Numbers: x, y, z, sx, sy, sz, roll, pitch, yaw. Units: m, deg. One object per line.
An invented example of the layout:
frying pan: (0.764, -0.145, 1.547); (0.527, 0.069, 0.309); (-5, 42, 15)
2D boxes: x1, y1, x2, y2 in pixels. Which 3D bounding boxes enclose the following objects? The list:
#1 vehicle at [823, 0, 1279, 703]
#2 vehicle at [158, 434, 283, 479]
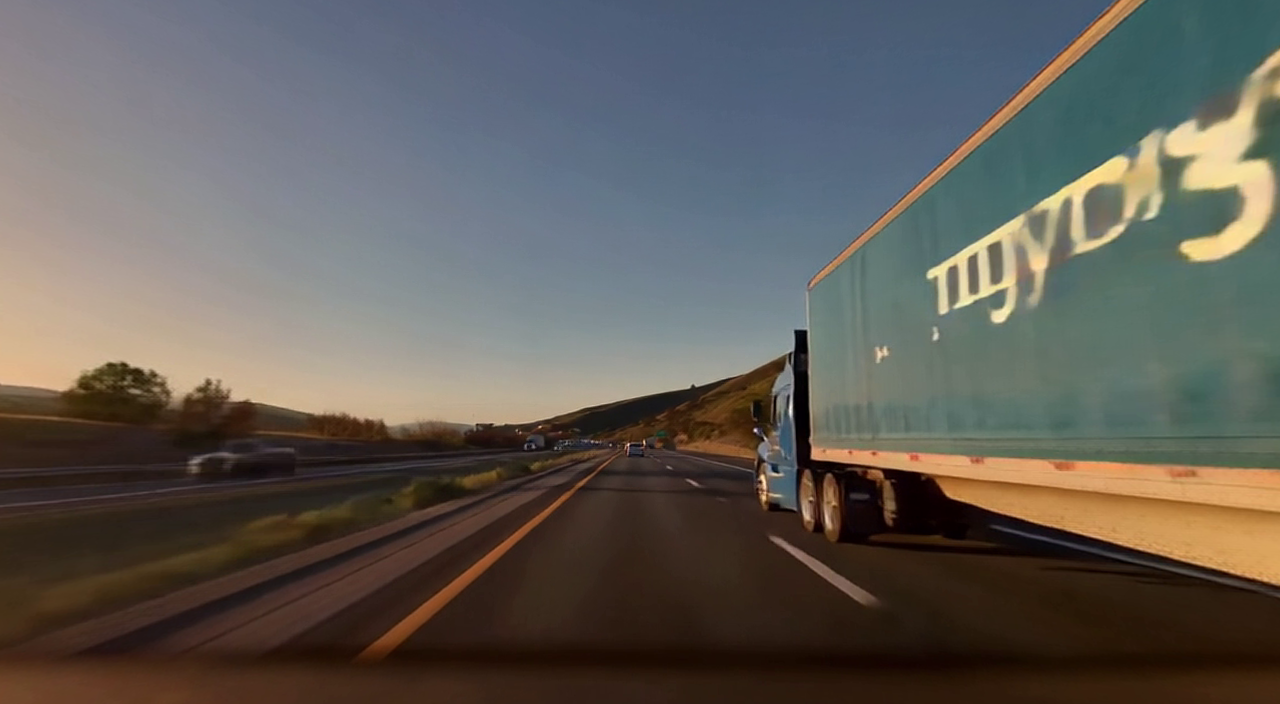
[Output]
vehicle: (4.206, -0.260, 4.155); (2.859, 4.378, 10.032); (0, -8, 0)
vehicle: (-17.366, 4.337, 26.503); (2.047, 1.682, 4.656); (0, -8, 0)
